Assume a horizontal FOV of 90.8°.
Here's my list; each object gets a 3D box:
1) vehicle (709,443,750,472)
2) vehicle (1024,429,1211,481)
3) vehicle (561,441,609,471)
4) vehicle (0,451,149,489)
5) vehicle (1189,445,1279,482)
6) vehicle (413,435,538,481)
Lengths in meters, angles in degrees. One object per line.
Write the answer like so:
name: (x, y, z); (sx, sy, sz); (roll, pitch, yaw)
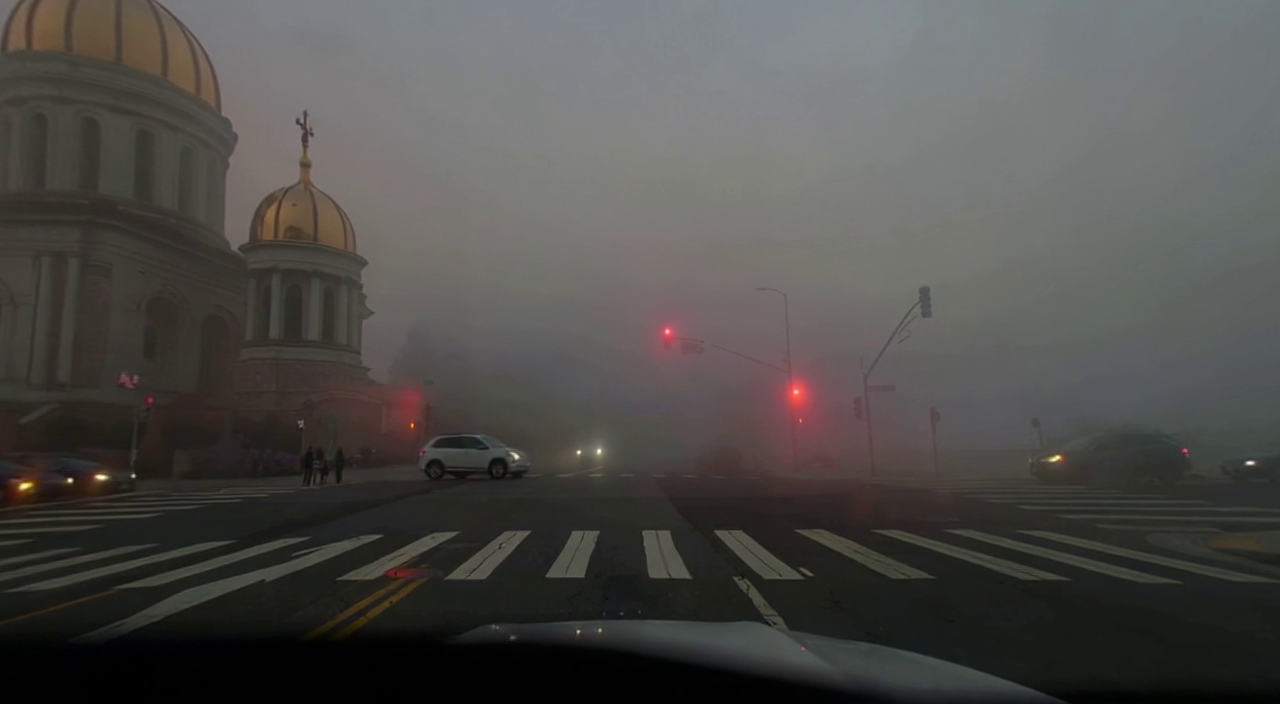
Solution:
vehicle: (5.811, 6.862, 41.480); (1.969, 1.776, 4.329); (0, -8, -2)
vehicle: (19.868, 4.315, 26.563); (5.852, 2.057, 2.361); (0, -8, 1)
vehicle: (-3.226, 6.274, 38.300); (2.223, 1.692, 4.688); (-1, -8, 3)
vehicle: (-23.382, 4.856, 26.207); (4.479, 1.476, 1.873); (0, -8, 1)
vehicle: (26.372, 4.686, 26.675); (4.561, 1.475, 1.850); (0, -8, 0)
vehicle: (-6.816, 4.359, 26.287); (4.567, 1.724, 2.051); (5, -10, -32)
